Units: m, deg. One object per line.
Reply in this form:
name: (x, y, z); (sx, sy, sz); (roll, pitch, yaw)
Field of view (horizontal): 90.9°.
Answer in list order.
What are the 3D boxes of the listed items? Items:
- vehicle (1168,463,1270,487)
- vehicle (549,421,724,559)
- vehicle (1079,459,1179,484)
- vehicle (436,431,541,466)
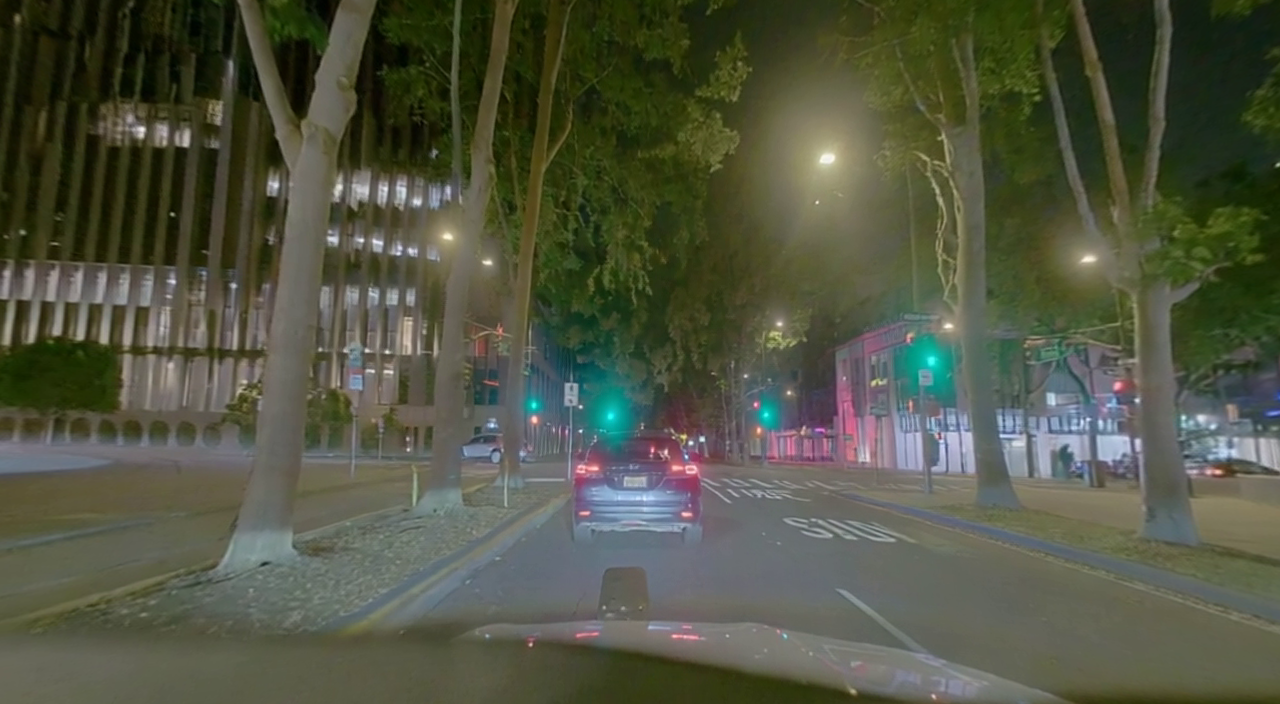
vehicle: (35.953, 7.626, 39.195); (4.457, 1.409, 1.873); (0, -9, -1)
vehicle: (-0.051, 1.931, 9.490); (2.079, 1.621, 3.861); (0, -8, 0)
vehicle: (30.239, 7.371, 39.040); (4.668, 1.441, 1.904); (0, -9, -4)
vehicle: (-7.441, 4.723, 30.972); (4.536, 1.586, 2.254); (-4, -9, 23)
